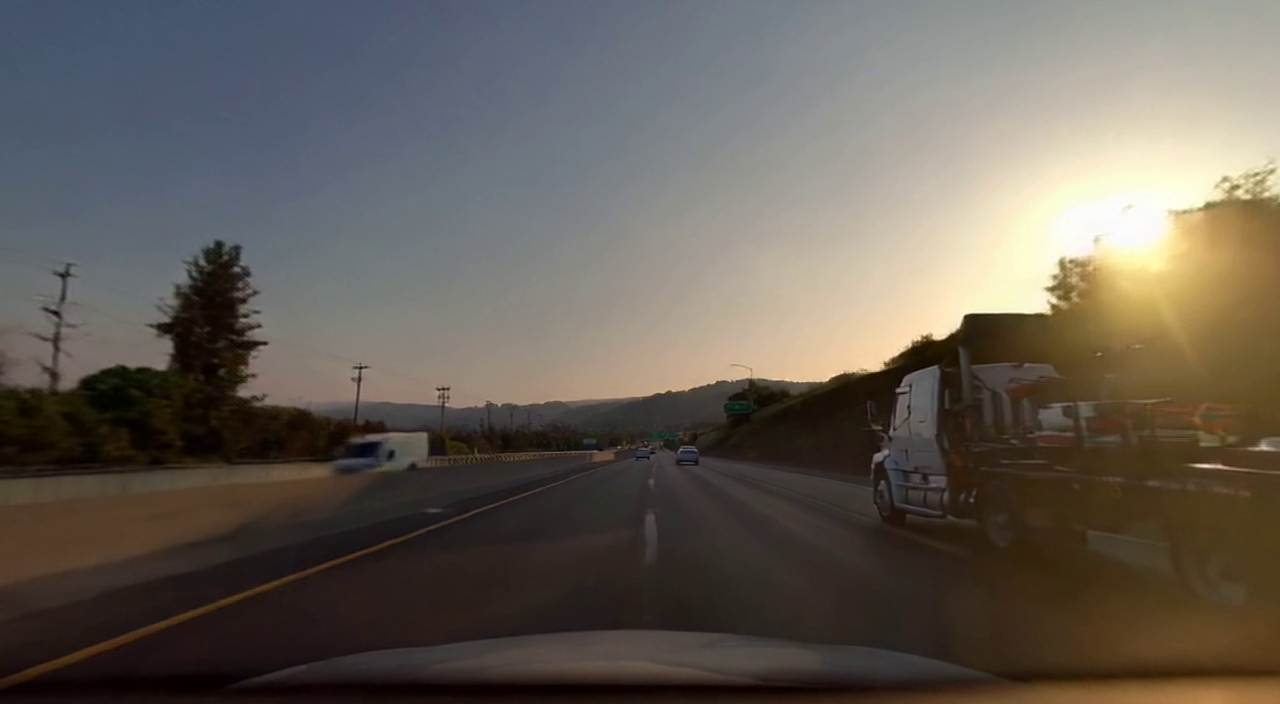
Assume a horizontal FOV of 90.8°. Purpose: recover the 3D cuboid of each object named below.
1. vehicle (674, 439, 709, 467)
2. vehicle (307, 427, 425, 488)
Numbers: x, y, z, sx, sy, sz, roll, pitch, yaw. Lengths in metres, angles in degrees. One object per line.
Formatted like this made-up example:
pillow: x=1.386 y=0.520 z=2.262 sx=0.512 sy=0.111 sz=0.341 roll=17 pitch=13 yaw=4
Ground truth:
vehicle: x=3.921 y=7.810 z=48.710 sx=2.309 sy=2.003 sz=5.139 roll=0 pitch=-9 yaw=0
vehicle: x=-13.445 y=5.267 z=31.742 sx=2.615 sy=2.693 sz=7.166 roll=-1 pitch=-9 yaw=1
